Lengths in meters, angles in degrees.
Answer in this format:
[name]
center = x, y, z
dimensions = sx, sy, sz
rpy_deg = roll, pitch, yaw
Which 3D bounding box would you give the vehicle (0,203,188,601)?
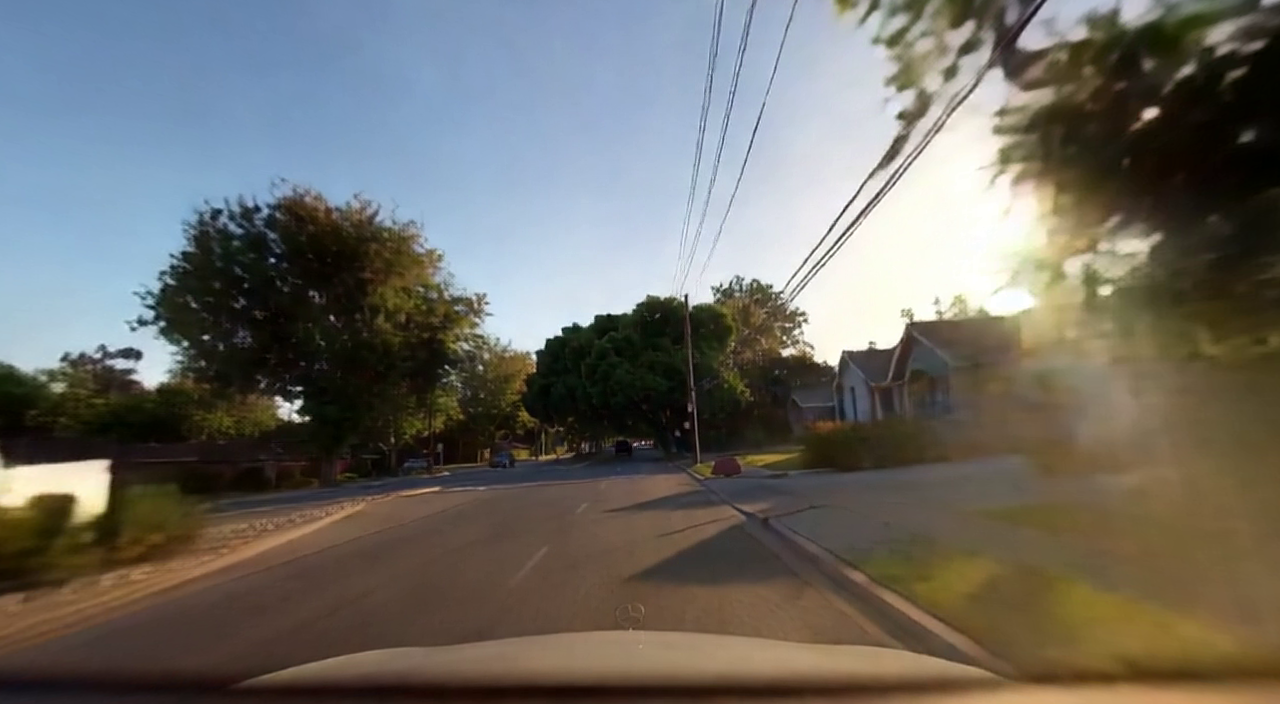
[vehicle]
center = -7.031, 0.567, 6.327
dimensions = 2.365, 3.642, 3.374
rpy_deg = -4, -8, 2
